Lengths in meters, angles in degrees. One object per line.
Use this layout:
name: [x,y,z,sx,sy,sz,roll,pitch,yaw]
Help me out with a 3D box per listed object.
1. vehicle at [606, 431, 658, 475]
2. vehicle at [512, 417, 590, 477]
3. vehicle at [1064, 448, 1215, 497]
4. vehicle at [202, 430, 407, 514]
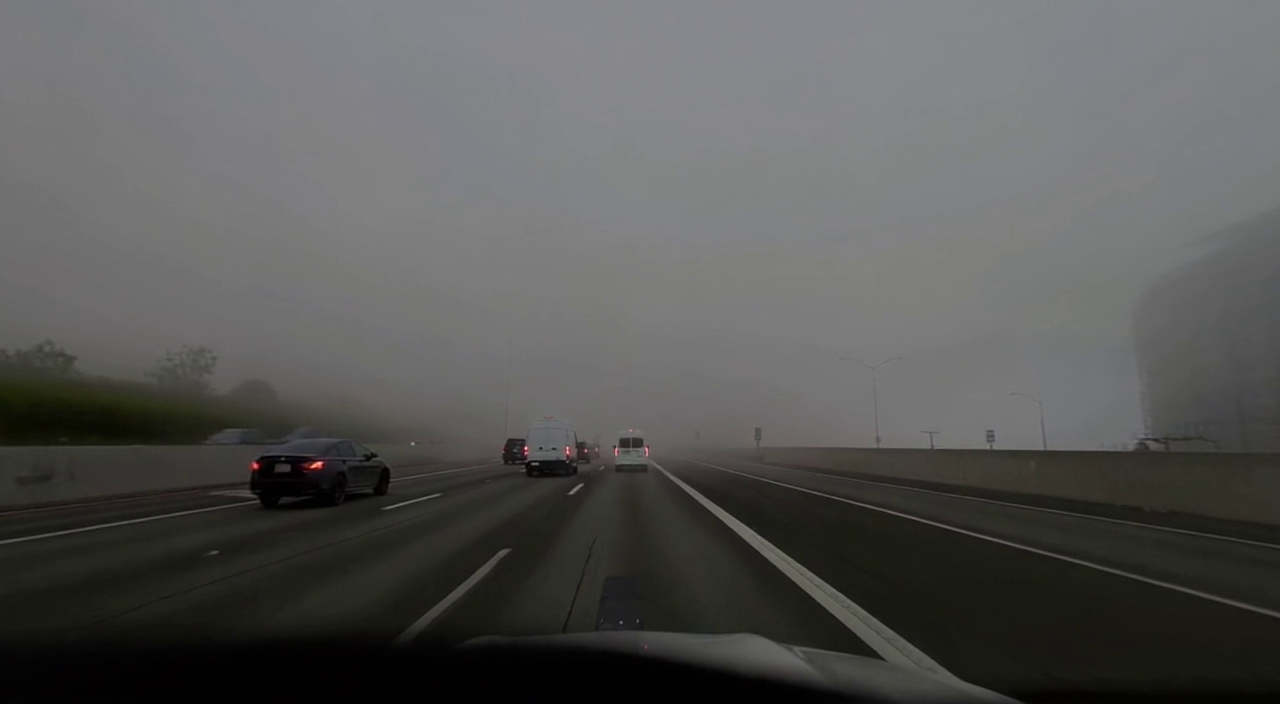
vehicle: [-0.351,4.584,28.738,2.207,1.807,4.199,0,-9,0]
vehicle: [-3.665,4.105,27.291,2.504,2.276,5.933,0,-9,0]
vehicle: [21.185,5.073,27.099,2.083,1.873,5.209,0,-9,-1]
vehicle: [-6.947,2.533,13.748,1.959,1.493,4.575,0,-9,0]
